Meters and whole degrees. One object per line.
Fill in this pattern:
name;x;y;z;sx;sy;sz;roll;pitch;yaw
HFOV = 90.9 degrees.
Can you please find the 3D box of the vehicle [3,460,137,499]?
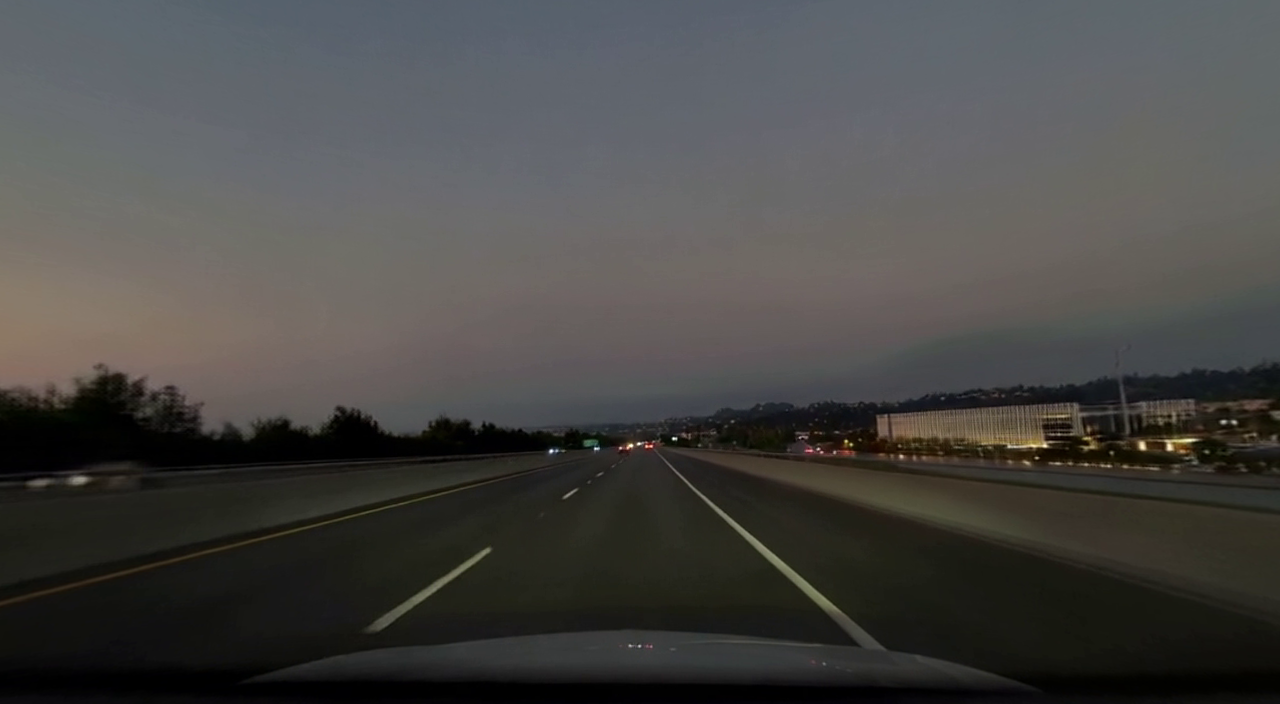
vehicle;-25.919;5.785;28.940;1.909;1.472;4.517;0;-8;0
